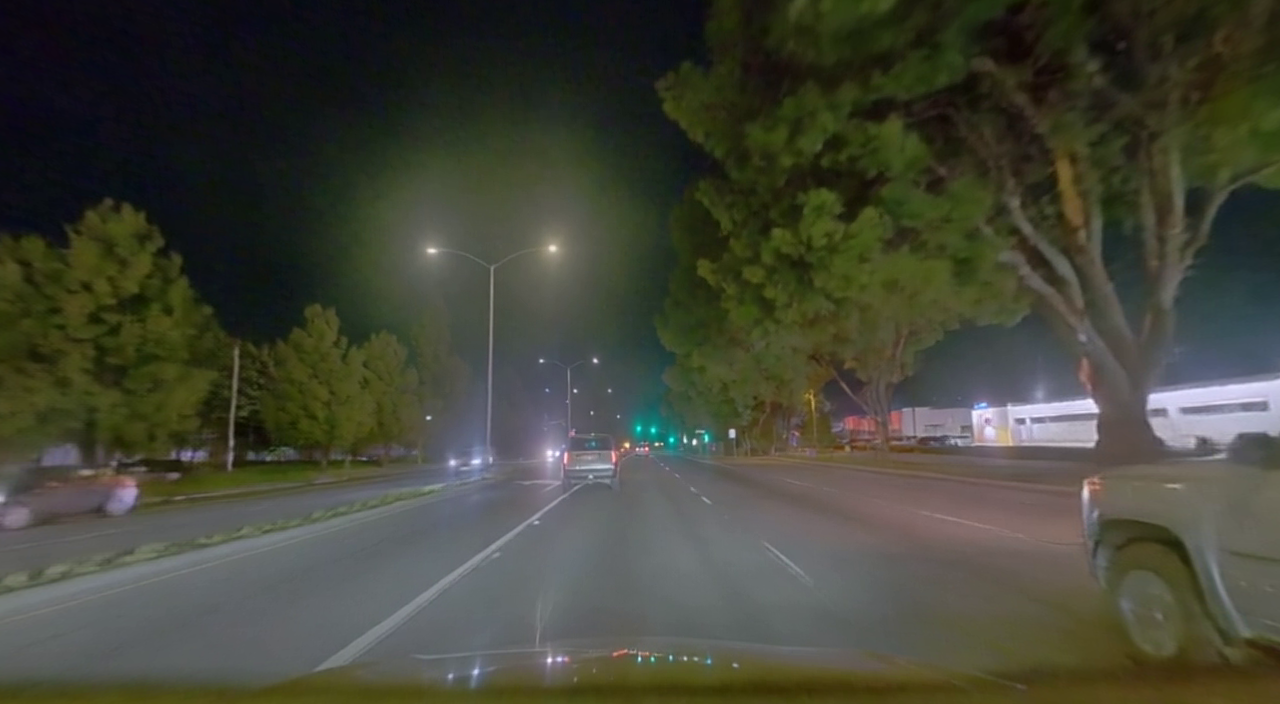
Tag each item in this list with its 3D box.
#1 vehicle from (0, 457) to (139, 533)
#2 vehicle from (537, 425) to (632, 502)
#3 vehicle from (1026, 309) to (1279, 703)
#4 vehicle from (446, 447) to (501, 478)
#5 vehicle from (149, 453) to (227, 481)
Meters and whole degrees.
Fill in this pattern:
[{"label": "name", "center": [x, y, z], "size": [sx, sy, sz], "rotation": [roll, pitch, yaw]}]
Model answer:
[{"label": "vehicle", "center": [-15.489, 3.533, 16.016], "size": [2.022, 1.615, 4.324], "rotation": [0, -8, 0]}, {"label": "vehicle", "center": [-1.498, 3.093, 17.983], "size": [2.300, 1.870, 4.936], "rotation": [0, -8, -3]}, {"label": "vehicle", "center": [3.525, 0.597, 1.488], "size": [2.238, 1.767, 4.563], "rotation": [0, -8, -1]}, {"label": "vehicle", "center": [-9.114, 6.069, 34.964], "size": [2.001, 1.579, 3.930], "rotation": [0, -8, 0]}, {"label": "vehicle", "center": [-28.539, 7.252, 39.973], "size": [3.590, 1.477, 1.837], "rotation": [-3, -8, 0]}]
